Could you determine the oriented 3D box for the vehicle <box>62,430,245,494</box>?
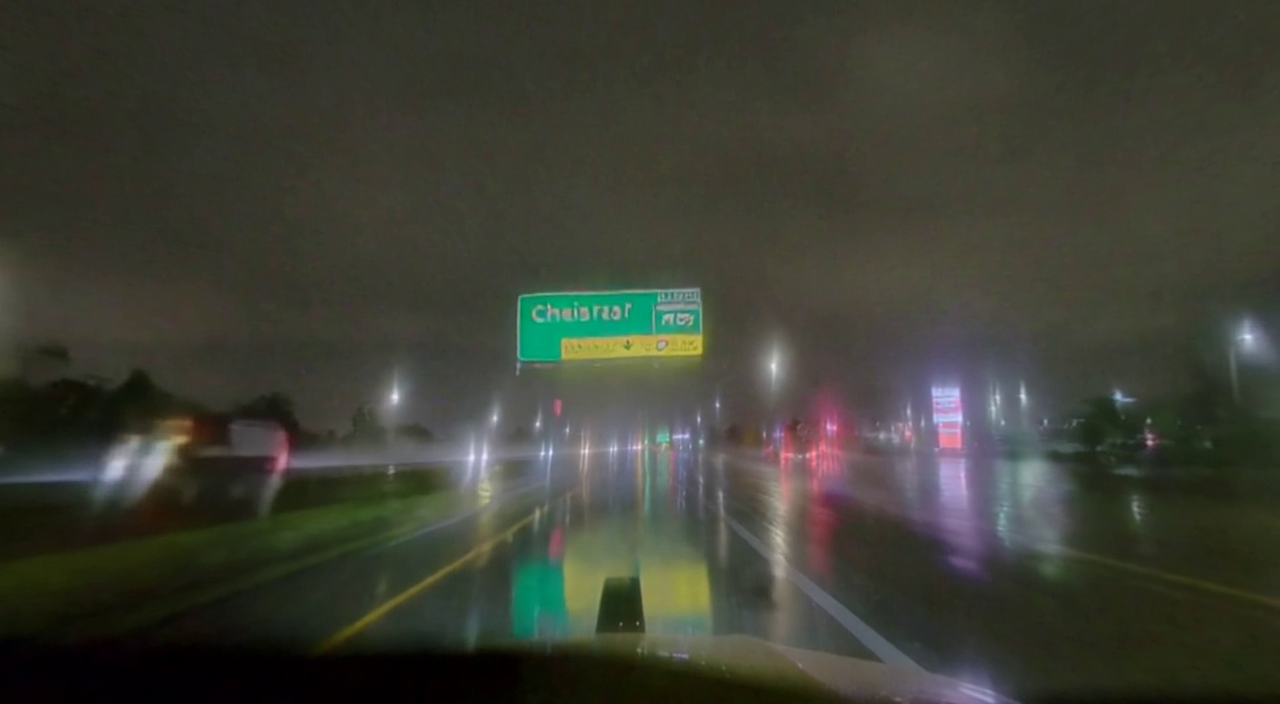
[{"bbox_3d":[-16.961,3.866,22.438,2.294,1.994,5.209,0,-9,0],"label":"vehicle"}]
